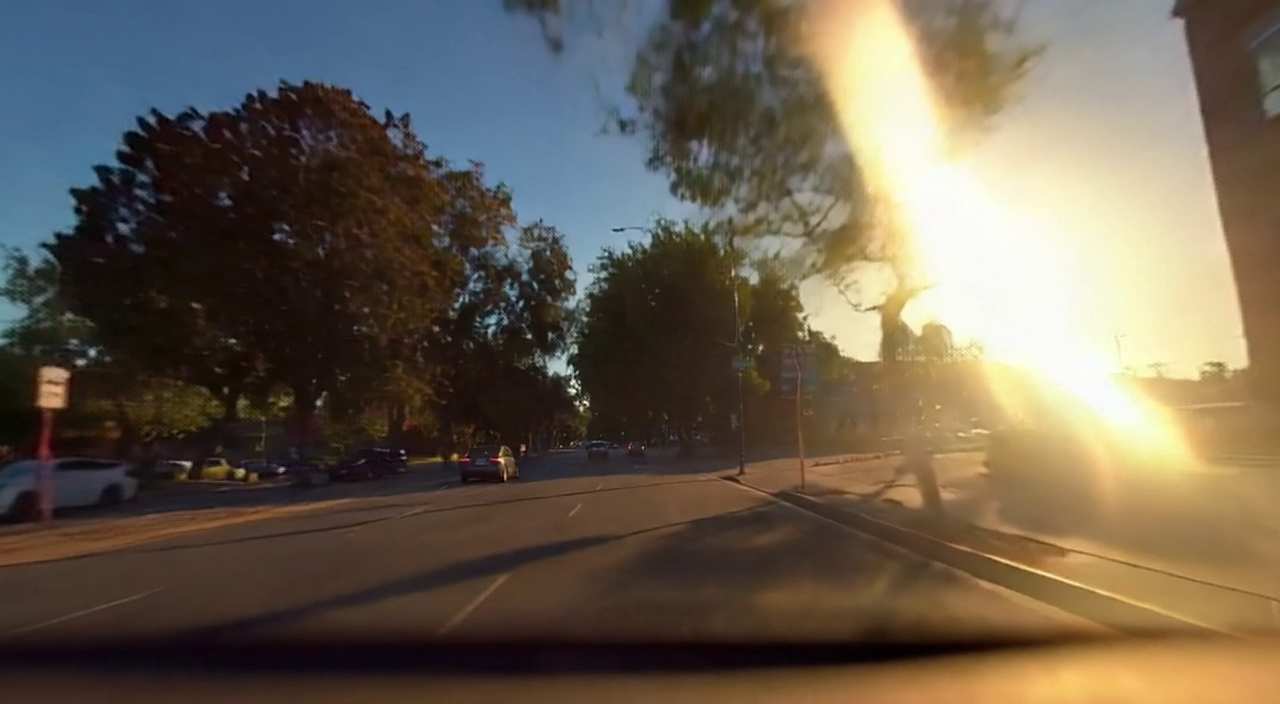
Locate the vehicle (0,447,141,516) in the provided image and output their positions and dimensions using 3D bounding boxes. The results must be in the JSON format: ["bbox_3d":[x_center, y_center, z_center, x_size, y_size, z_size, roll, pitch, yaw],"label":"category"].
[{"bbox_3d":[-17.726,3.745,18.764,2.027,1.773,4.501,0,-9,-1],"label":"vehicle"}]

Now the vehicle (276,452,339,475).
[{"bbox_3d":[-26.264,8.802,49.804,4.615,1.734,2.073,-5,-10,28],"label":"vehicle"}]

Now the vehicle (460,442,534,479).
[{"bbox_3d":[-5.982,4.578,26.893,2.072,1.427,4.328,0,-9,1],"label":"vehicle"}]

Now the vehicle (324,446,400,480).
[{"bbox_3d":[-13.359,5.322,30.607,1.937,1.526,4.530,1,-9,-5],"label":"vehicle"}]
